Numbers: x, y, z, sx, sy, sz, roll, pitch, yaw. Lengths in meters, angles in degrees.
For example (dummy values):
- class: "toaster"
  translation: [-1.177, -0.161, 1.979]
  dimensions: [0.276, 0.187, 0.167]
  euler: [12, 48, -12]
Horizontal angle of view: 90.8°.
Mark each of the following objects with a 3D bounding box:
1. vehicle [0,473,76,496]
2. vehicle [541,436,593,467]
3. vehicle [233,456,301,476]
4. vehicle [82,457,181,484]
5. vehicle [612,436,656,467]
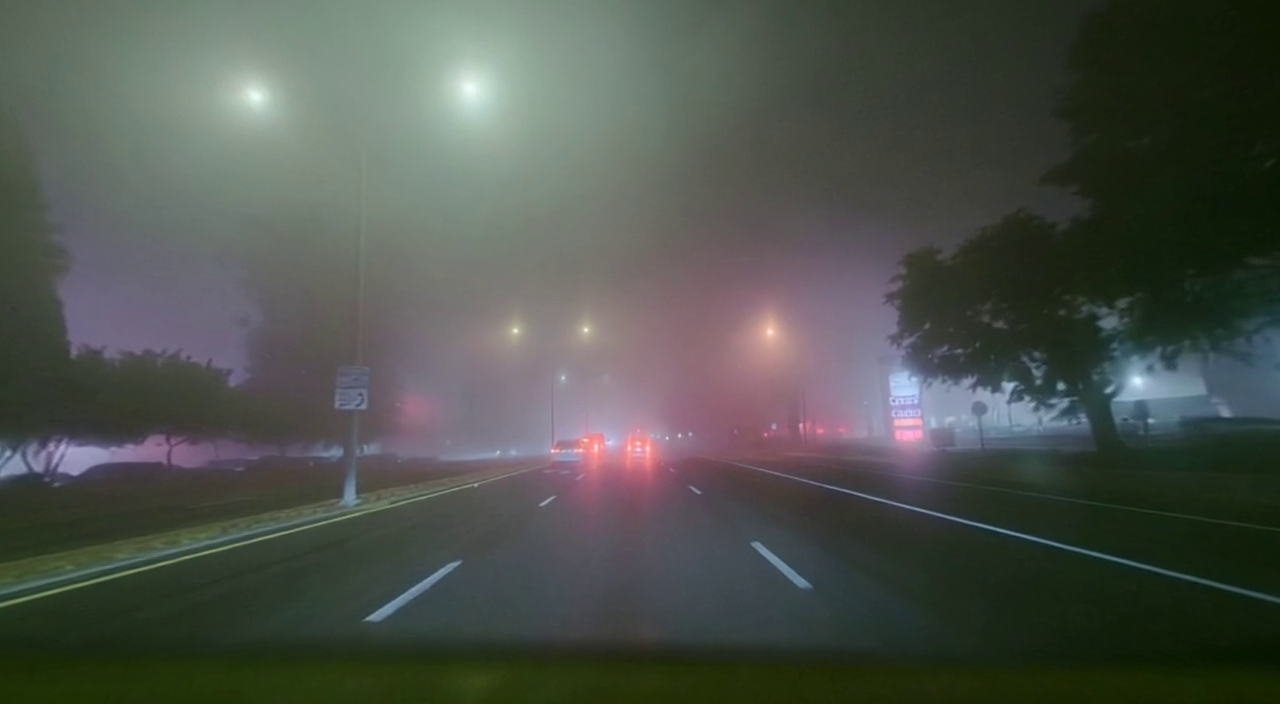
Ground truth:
- class: "vehicle"
  translation: [-41.517, 9.050, 43.129]
  dimensions: [3.923, 1.400, 2.091]
  euler: [0, -8, -2]
- class: "vehicle"
  translation: [-3.685, 5.138, 32.687]
  dimensions: [2.139, 1.487, 4.453]
  euler: [0, -8, 0]
- class: "vehicle"
  translation: [-29.292, 8.936, 49.635]
  dimensions: [4.193, 1.435, 1.770]
  euler: [0, -8, 0]
- class: "vehicle"
  translation: [-28.772, 6.700, 35.827]
  dimensions: [3.942, 1.471, 1.859]
  euler: [0, -8, -1]
- class: "vehicle"
  translation: [-0.314, 5.093, 32.496]
  dimensions: [2.126, 1.475, 3.967]
  euler: [0, -8, -1]
